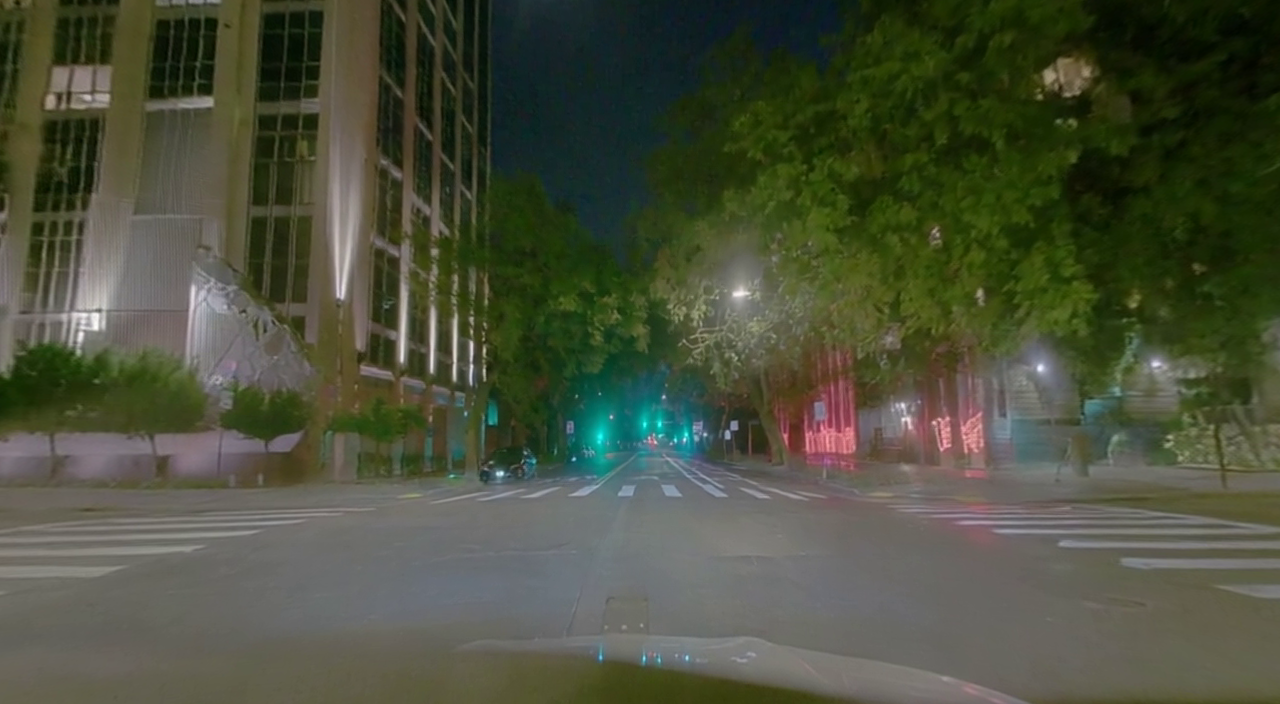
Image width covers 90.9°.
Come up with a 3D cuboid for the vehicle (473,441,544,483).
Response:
[{"bbox_3d":[-5.741,4.847,28.142,2.223,1.658,4.621,-1,-8,0],"label":"vehicle"}]
